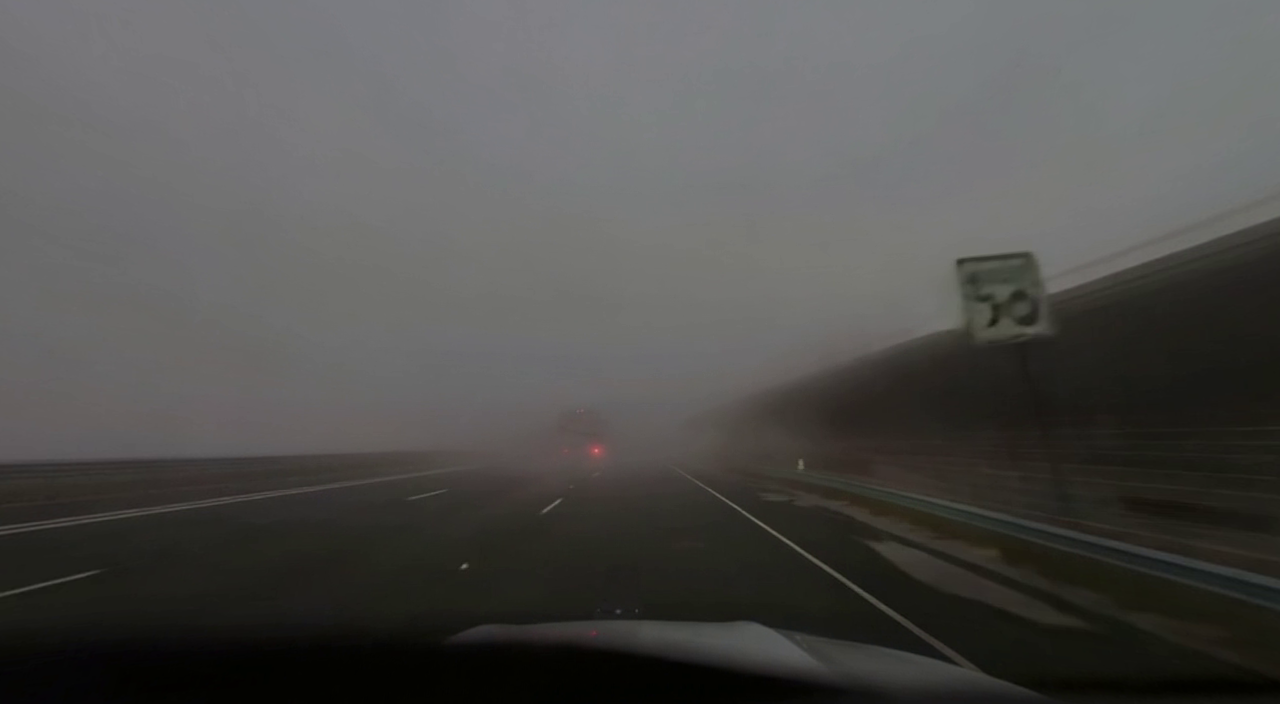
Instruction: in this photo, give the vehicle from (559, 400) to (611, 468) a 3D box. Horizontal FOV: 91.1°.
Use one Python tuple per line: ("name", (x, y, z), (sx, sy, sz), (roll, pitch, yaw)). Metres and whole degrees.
("vehicle", (-3.633, 5.720, 43.680), (2.796, 4.184, 8.554), (0, -8, 0))
